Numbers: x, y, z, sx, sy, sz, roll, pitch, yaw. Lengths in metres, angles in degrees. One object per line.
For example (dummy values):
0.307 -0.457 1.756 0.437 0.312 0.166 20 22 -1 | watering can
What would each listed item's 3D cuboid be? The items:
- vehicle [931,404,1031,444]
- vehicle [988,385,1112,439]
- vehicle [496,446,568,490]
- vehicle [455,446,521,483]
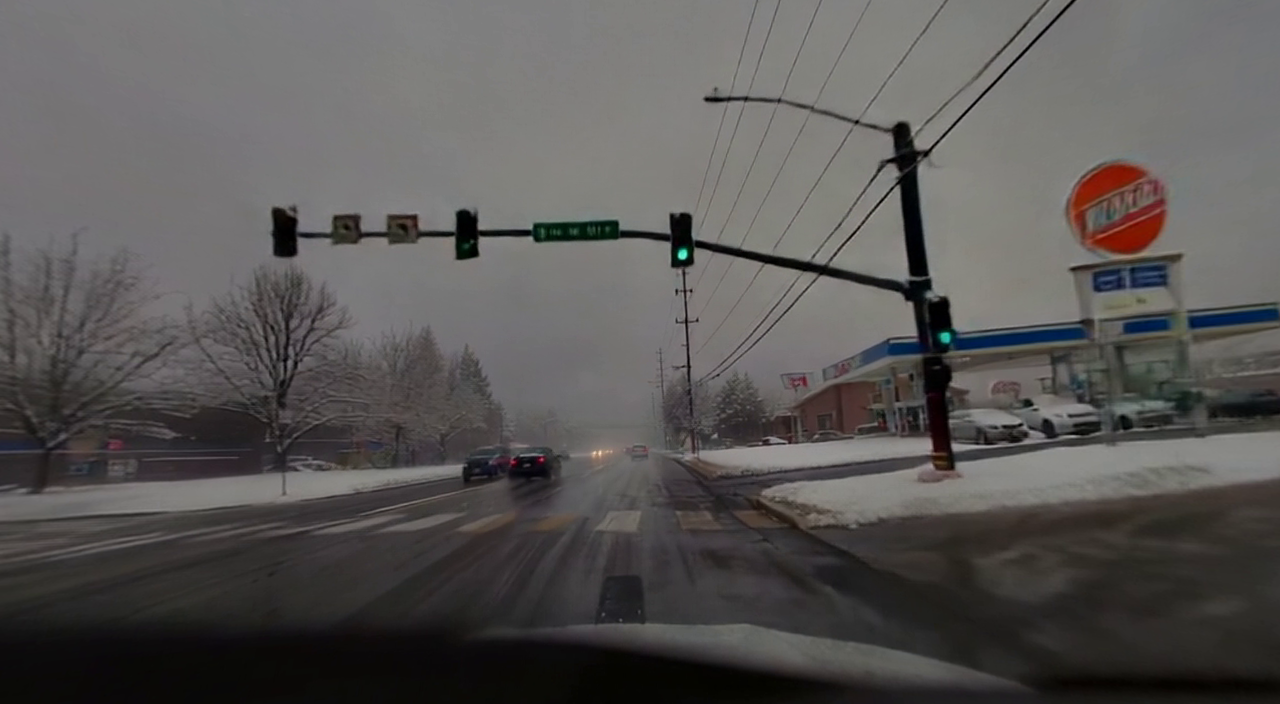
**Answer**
14.359 3.113 26.880 1.835 1.549 4.178 0 -8 -1 | vehicle
17.431 2.669 27.201 2.014 2.048 4.717 0 -8 -2 | vehicle
-3.943 4.310 23.872 1.943 1.455 4.414 0 -8 0 | vehicle
-9.012 6.705 38.024 2.256 1.772 5.738 -7 -9 2 | vehicle
